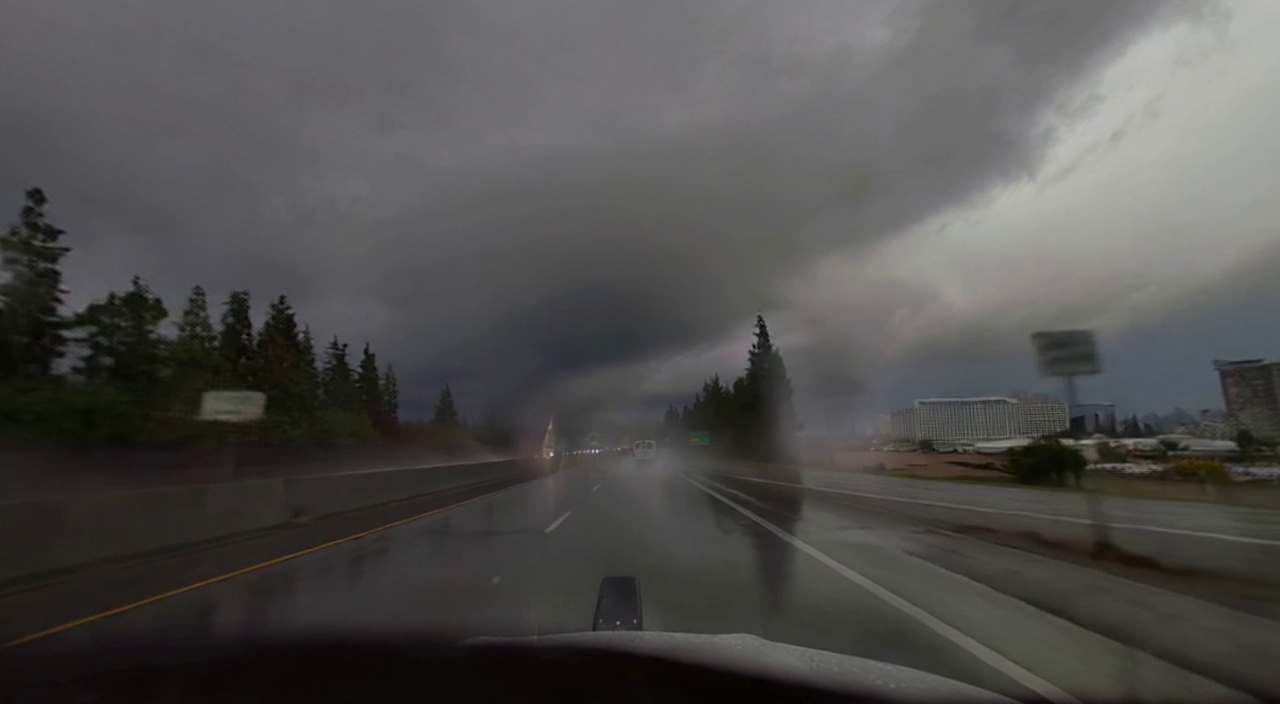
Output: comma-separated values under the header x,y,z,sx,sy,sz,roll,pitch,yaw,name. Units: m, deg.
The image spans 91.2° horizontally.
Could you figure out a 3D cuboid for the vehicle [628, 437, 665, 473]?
x,y,z,sx,sy,sz,roll,pitch,yaw,name
0.430,6.604,40.336,2.268,2.122,4.595,-1,-9,1,vehicle
